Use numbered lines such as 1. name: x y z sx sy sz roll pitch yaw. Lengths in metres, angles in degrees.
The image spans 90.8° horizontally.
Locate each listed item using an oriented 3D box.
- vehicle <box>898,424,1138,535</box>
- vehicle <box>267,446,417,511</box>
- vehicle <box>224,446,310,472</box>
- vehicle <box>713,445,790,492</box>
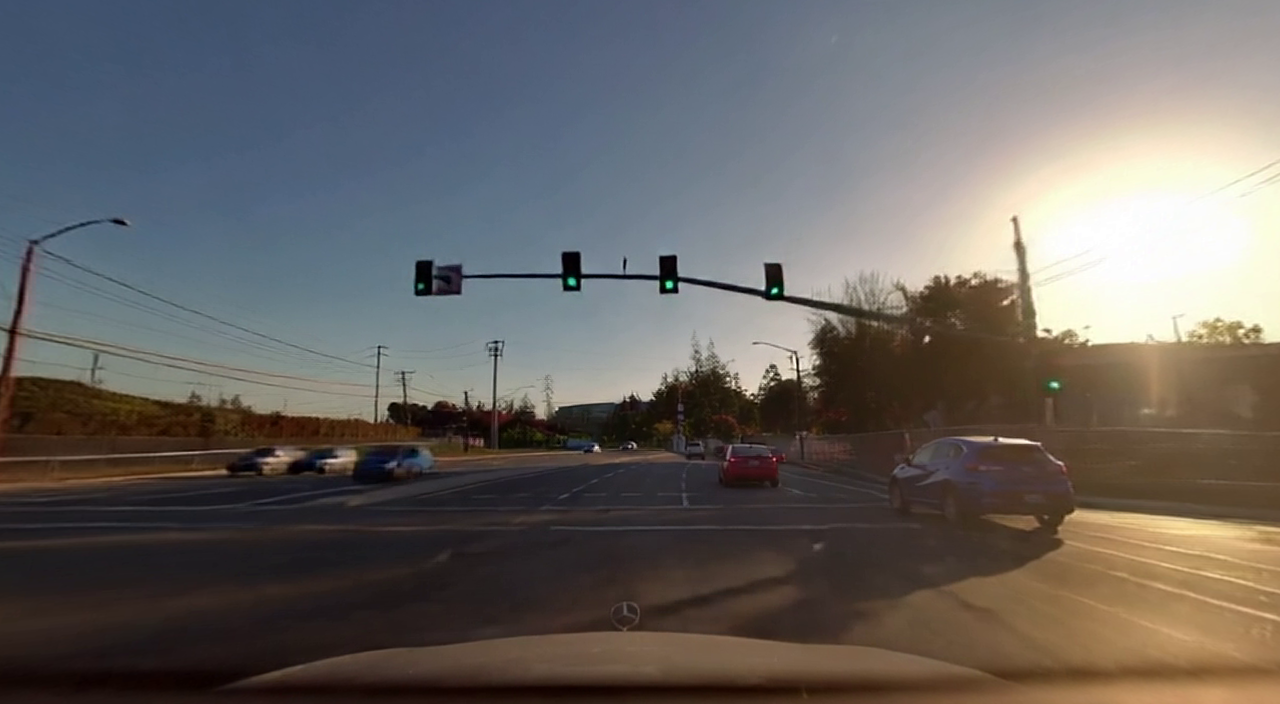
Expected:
1. vehicle: 7.080 2.424 12.566 2.029 1.795 4.371 0 -9 0
2. vehicle: -8.611 3.652 18.887 1.933 1.502 4.946 3 -8 2
3. vehicle: -23.057 6.610 39.306 2.125 1.493 4.547 -2 -9 9
4. vehicle: 3.818 4.050 22.385 2.035 1.460 4.392 0 -9 2
